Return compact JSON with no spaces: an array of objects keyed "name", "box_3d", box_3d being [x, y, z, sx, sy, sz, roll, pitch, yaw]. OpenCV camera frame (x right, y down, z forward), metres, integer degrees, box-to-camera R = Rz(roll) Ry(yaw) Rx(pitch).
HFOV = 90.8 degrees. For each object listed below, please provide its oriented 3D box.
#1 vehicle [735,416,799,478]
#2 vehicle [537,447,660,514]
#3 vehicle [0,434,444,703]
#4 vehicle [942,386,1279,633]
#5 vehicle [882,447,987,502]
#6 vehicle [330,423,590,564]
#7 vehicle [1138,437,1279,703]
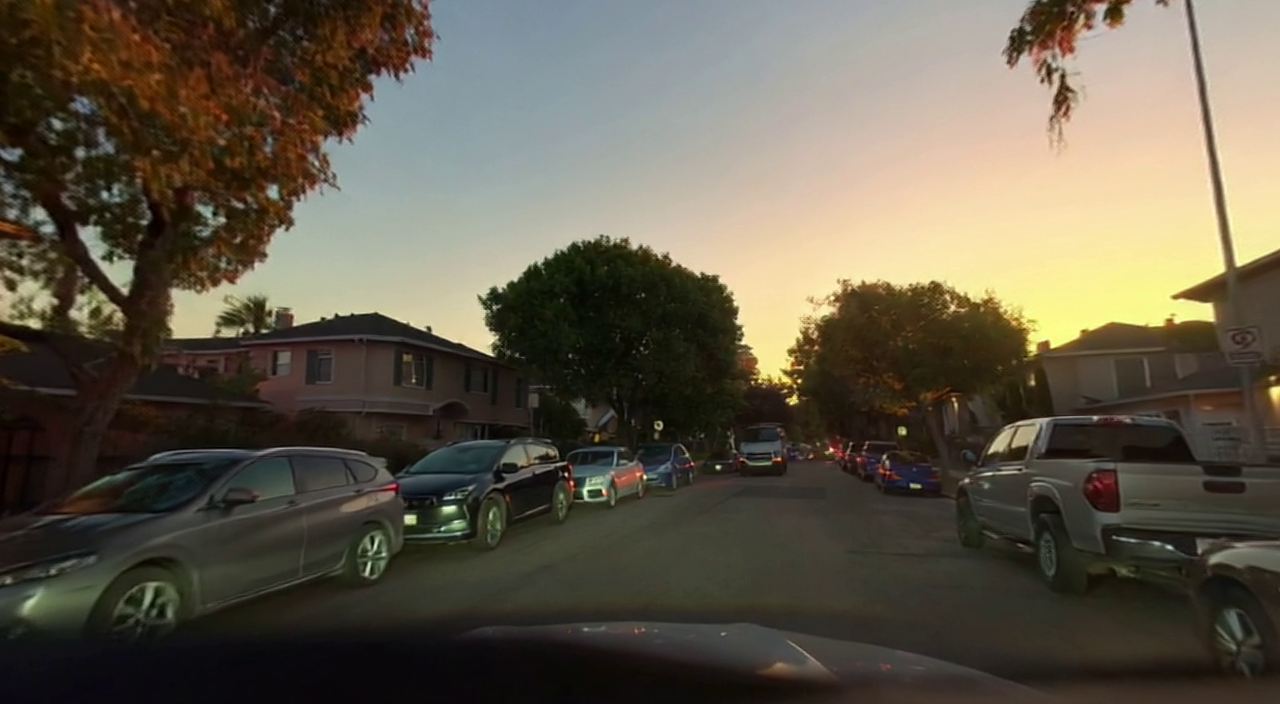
[{"name":"vehicle","box_3d":[6.871,5.019,33.511,2.716,2.887,6.781,-2,-8,16]},{"name":"vehicle","box_3d":[-0.903,3.311,16.957,1.861,1.474,4.749,-2,-9,15]},{"name":"vehicle","box_3d":[-3.817,1.556,5.801,1.855,1.510,4.406,-2,-9,13]},{"name":"vehicle","box_3d":[5.320,1.562,7.317,2.182,1.900,4.779,-2,-9,13]},{"name":"vehicle","box_3d":[8.804,3.643,19.315,1.813,1.468,4.267,-1,-9,10]},{"name":"vehicle","box_3d":[-2.644,2.239,10.941,2.203,1.815,4.972,-2,-9,12]},{"name":"vehicle","box_3d":[4.116,1.013,2.145,1.992,1.456,4.610,-2,-9,14]}]
